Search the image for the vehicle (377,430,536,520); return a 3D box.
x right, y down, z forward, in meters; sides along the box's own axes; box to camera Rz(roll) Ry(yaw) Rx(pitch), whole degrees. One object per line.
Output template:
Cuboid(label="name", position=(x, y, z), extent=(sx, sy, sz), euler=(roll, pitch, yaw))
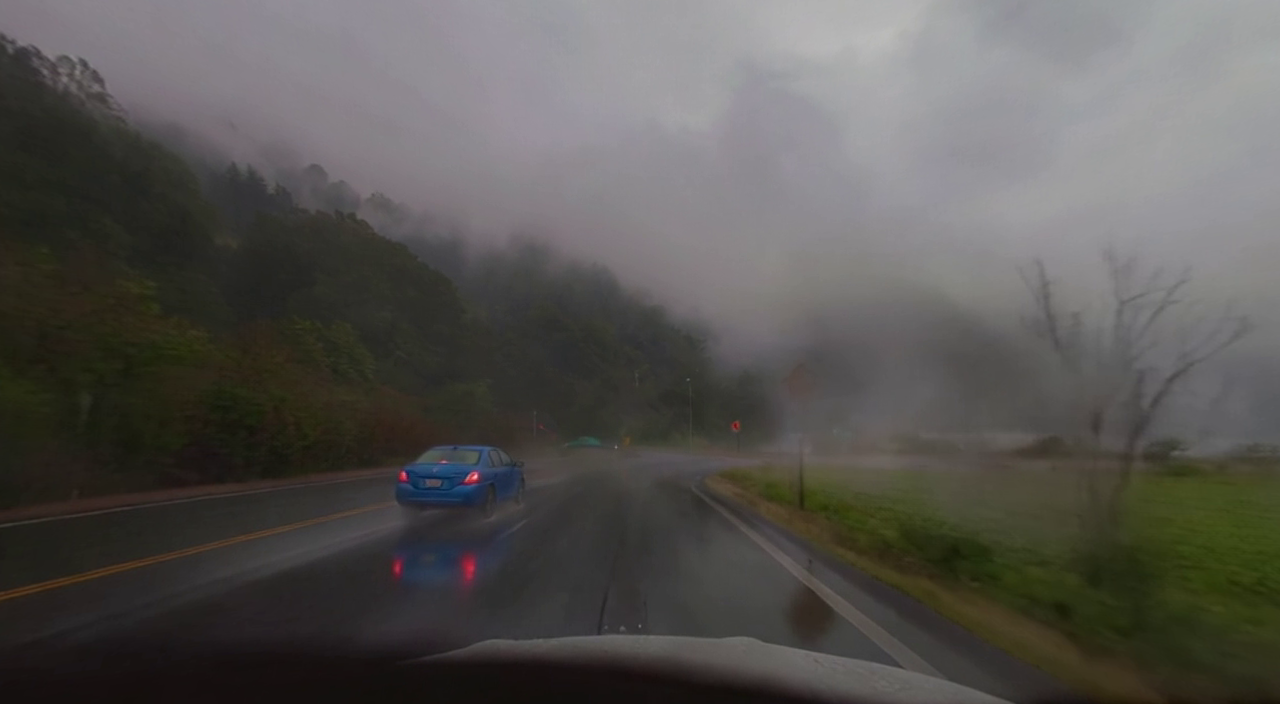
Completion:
Cuboid(label="vehicle", position=(-3.630, 2.533, 13.369), extent=(2.078, 1.607, 3.959), euler=(0, -9, 1))
